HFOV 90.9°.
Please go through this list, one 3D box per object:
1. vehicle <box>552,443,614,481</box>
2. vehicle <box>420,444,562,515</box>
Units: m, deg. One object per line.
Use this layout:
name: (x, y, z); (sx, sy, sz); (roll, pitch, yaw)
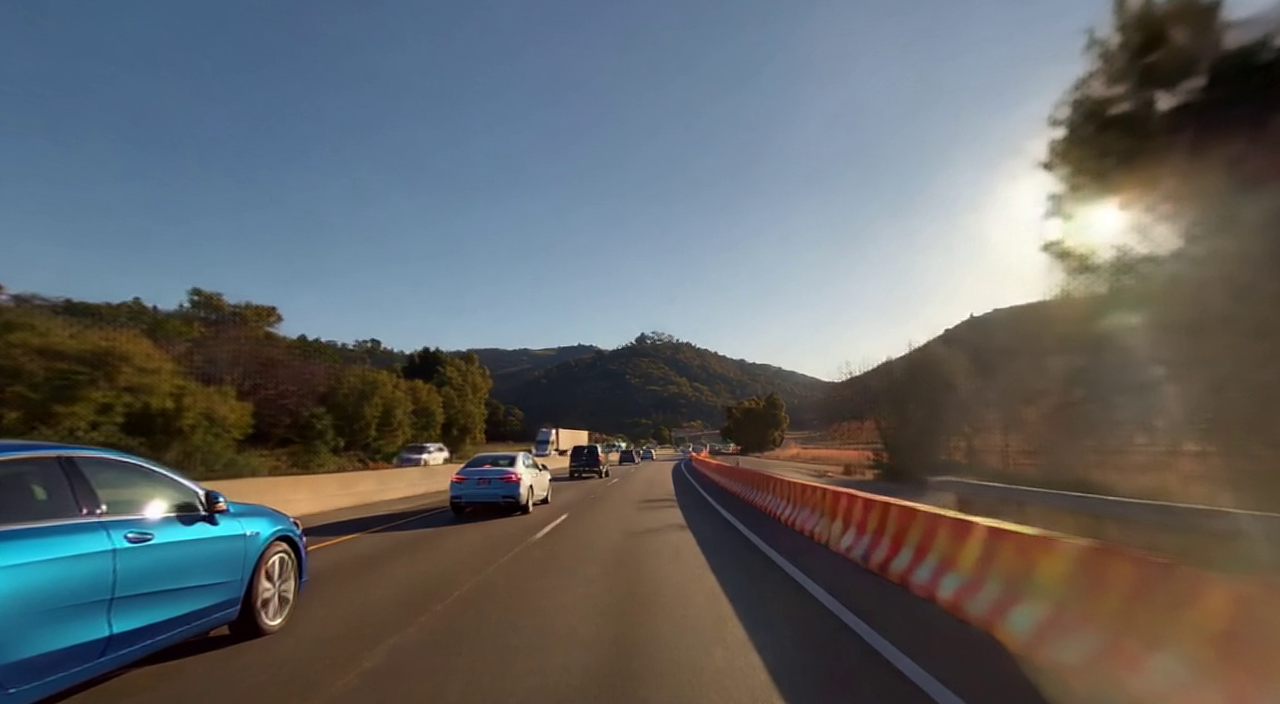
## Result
vehicle: (-2.319, 4.669, 26.958); (2.094, 1.480, 4.124); (0, -9, 3)
vehicle: (-3.075, 2.737, 13.974); (2.061, 1.330, 3.928); (0, -9, 2)
